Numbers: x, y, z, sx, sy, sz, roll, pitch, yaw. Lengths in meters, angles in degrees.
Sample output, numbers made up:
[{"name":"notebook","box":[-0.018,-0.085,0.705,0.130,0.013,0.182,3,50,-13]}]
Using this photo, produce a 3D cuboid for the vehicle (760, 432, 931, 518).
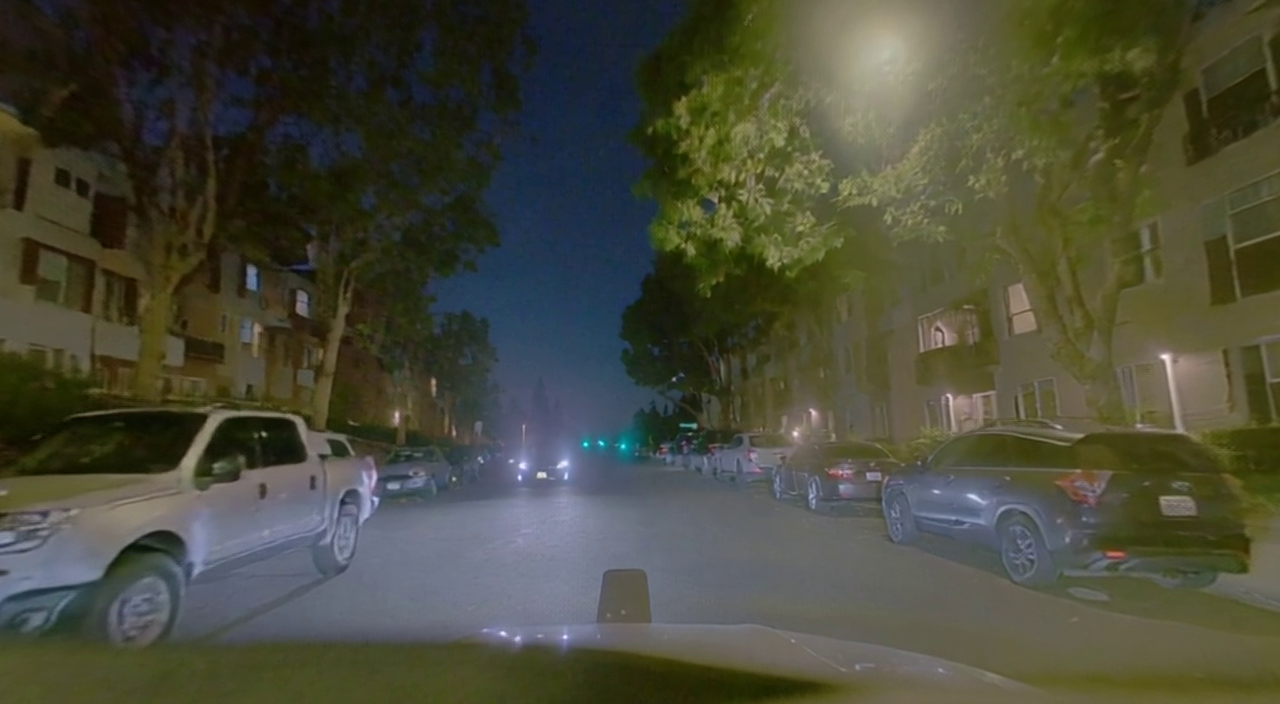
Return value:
[{"name":"vehicle","box":[4.168,2.550,13.719,1.876,1.538,4.447,0,-8,-5]}]

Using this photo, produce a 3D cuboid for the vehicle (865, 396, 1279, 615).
[{"name":"vehicle","box":[4.563,1.544,7.390,1.937,1.722,4.575,0,-8,-3]}]

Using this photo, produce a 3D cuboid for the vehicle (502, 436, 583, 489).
[{"name":"vehicle","box":[-2.969,3.469,20.195,1.971,1.476,4.593,0,-8,-1]}]

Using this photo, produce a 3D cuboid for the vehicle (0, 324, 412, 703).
[{"name":"vehicle","box":[-3.949,1.211,5.628,2.197,2.047,4.985,0,-8,-3]}]
